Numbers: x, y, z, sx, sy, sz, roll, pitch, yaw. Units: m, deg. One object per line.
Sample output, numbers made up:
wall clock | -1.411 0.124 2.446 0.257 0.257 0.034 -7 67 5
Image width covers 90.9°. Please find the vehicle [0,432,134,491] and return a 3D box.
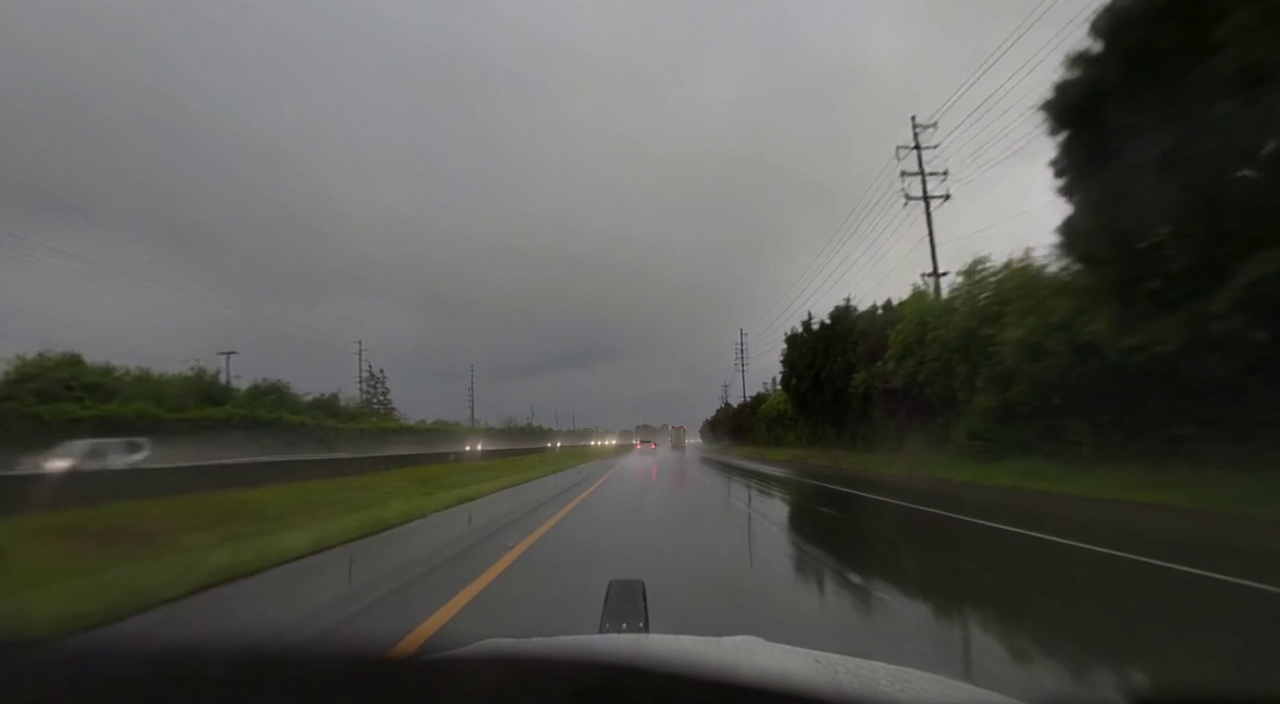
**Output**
vehicle | -21.435 3.924 22.852 2.039 1.874 4.958 -1 -8 0

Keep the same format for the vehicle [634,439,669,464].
vehicle | 0.781 6.734 42.914 2.192 1.556 4.132 -1 -8 1
